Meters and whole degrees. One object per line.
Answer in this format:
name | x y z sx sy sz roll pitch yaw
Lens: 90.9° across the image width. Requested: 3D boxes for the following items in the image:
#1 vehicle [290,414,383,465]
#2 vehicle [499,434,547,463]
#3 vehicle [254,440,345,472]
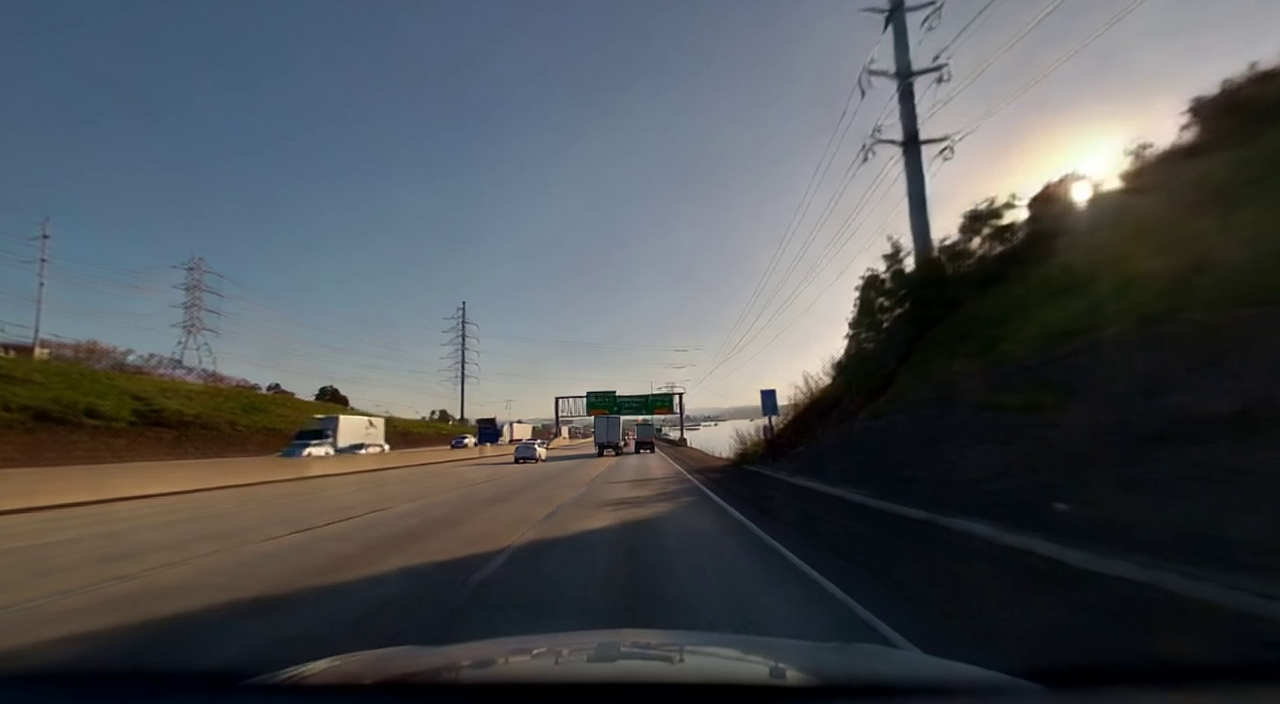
vehicle | -21.098 6.186 44.399 2.768 3.286 7.386 0 -8 0
vehicle | -7.586 6.296 41.261 2.192 1.762 4.559 -1 -8 1
vehicle | -17.381 5.321 32.488 1.922 1.486 4.775 0 -8 1
